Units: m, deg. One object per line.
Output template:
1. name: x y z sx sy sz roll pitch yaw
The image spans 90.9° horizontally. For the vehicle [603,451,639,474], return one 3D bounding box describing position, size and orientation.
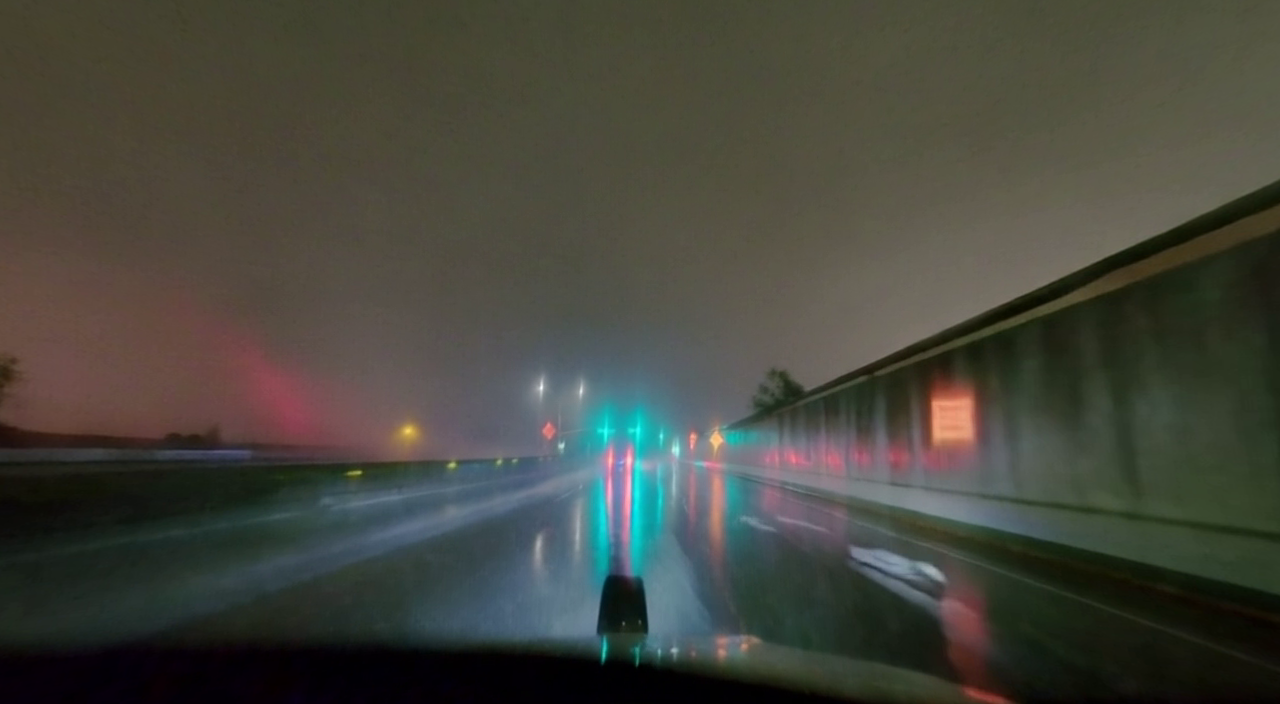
1. vehicle: -1.332 8.040 46.093 2.172 1.587 4.518 -1 -9 3
